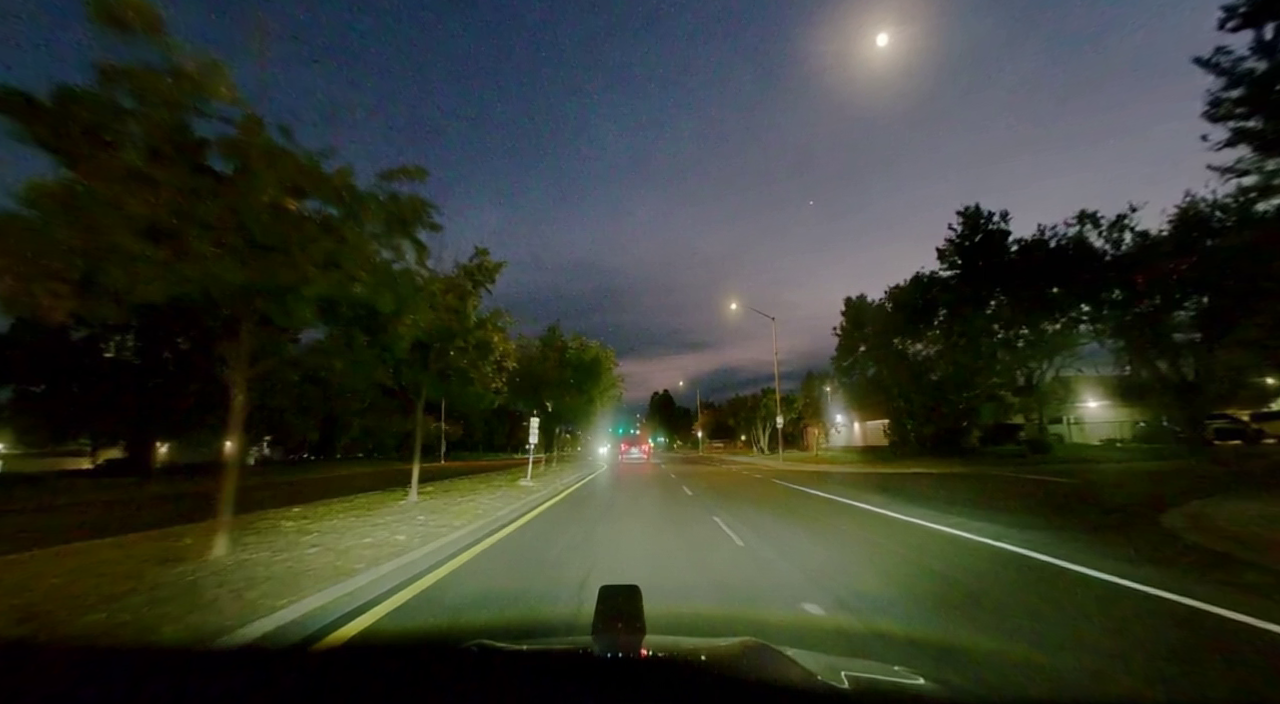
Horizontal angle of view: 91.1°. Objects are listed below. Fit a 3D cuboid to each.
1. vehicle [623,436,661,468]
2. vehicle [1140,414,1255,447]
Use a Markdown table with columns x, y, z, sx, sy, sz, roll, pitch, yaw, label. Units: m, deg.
| x | y | z | sx | sy | sz | roll | pitch | yaw | label |
| --- | --- | --- | --- | --- | --- | --- | --- | --- | --- |
| 0.063 | 5.988 | 37.706 | 2.165 | 1.783 | 4.391 | 0 | -9 | -2 | vehicle |
| 28.549 | 4.084 | 32.324 | 1.922 | 1.590 | 4.106 | 1 | -9 | -5 | vehicle |
